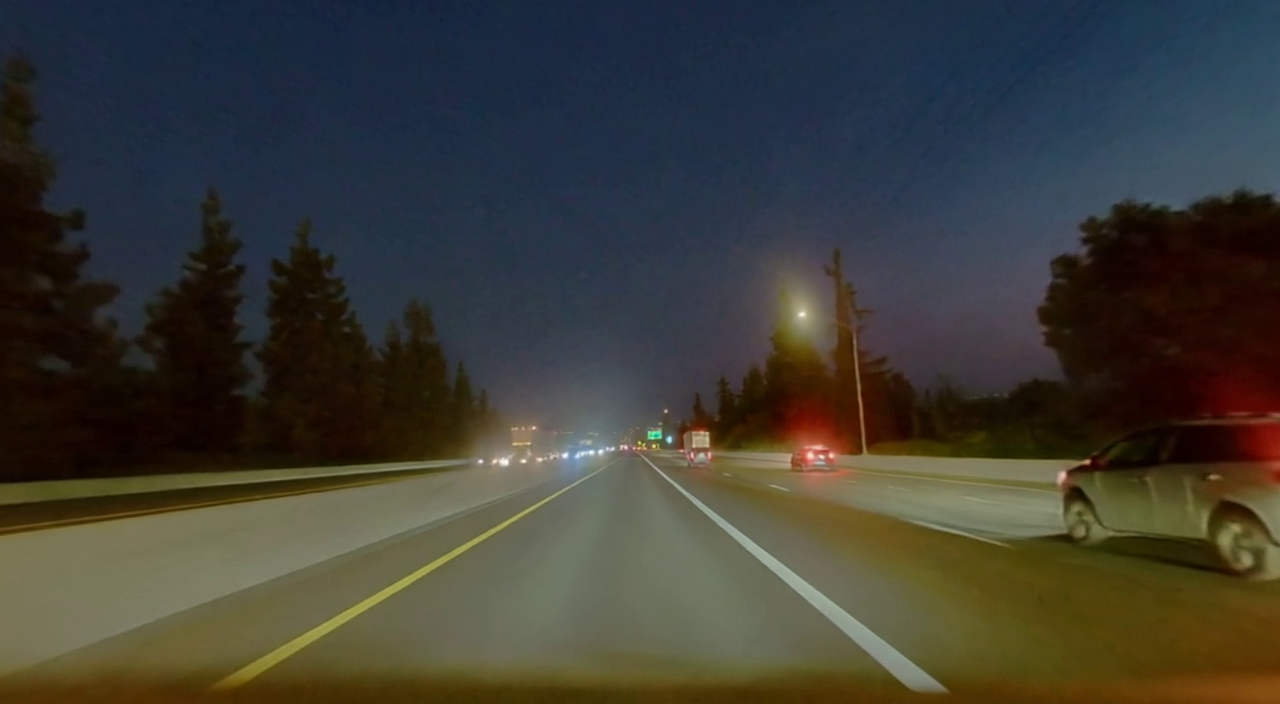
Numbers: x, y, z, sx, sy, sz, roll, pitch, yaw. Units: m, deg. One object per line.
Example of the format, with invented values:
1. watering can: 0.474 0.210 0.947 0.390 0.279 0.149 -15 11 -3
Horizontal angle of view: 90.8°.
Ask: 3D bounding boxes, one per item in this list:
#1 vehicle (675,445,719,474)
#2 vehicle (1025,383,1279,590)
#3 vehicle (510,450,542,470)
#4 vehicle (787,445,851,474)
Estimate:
1. vehicle: 3.214 6.162 36.446 2.018 1.600 4.121 0 -9 -2
2. vehicle: 6.935 1.369 6.701 2.244 1.858 5.414 0 -9 0
3. vehicle: -8.938 8.450 49.677 1.798 1.465 3.431 0 -9 1
4. vehicle: 10.107 6.102 36.030 1.987 1.502 5.130 0 -9 -2
